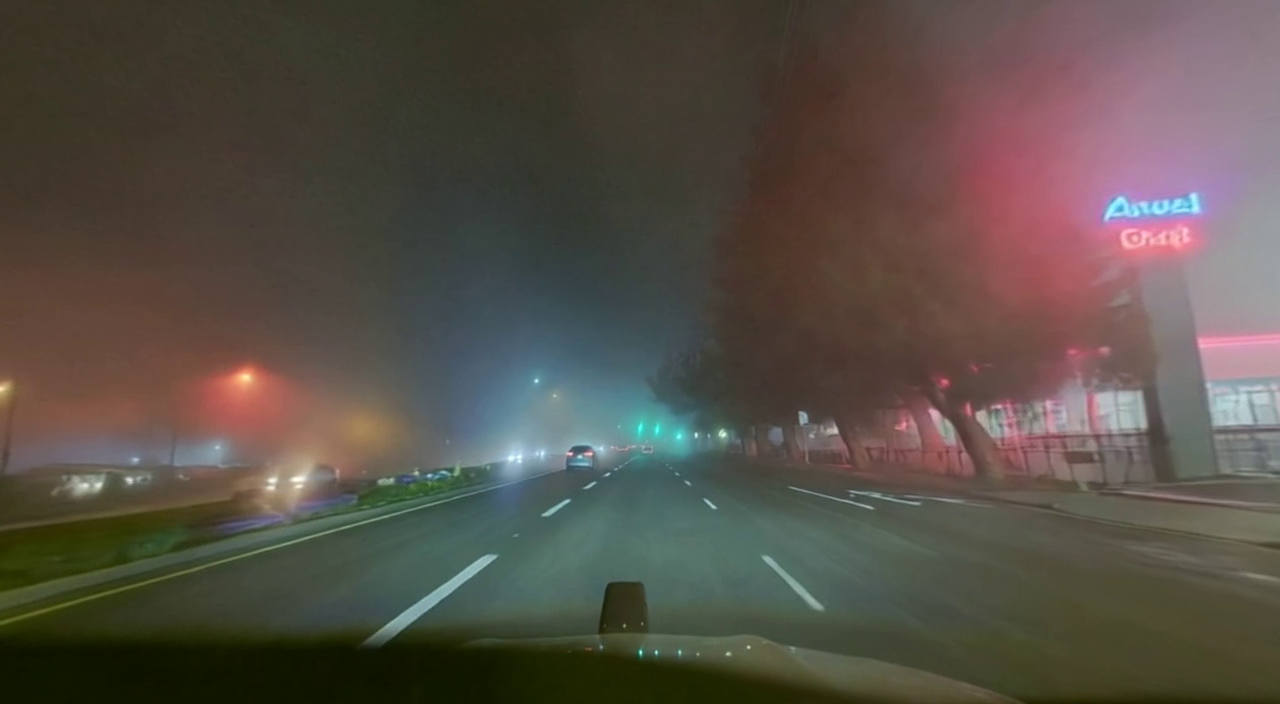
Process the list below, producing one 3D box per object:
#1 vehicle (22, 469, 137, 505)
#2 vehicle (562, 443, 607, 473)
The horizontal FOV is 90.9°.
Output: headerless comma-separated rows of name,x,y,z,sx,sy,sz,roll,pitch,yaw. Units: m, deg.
vehicle,-30.097,7.229,33.991,4.492,1.450,1.833,3,-11,-42
vehicle,-2.863,5.545,33.211,1.926,1.442,4.231,0,-8,1
